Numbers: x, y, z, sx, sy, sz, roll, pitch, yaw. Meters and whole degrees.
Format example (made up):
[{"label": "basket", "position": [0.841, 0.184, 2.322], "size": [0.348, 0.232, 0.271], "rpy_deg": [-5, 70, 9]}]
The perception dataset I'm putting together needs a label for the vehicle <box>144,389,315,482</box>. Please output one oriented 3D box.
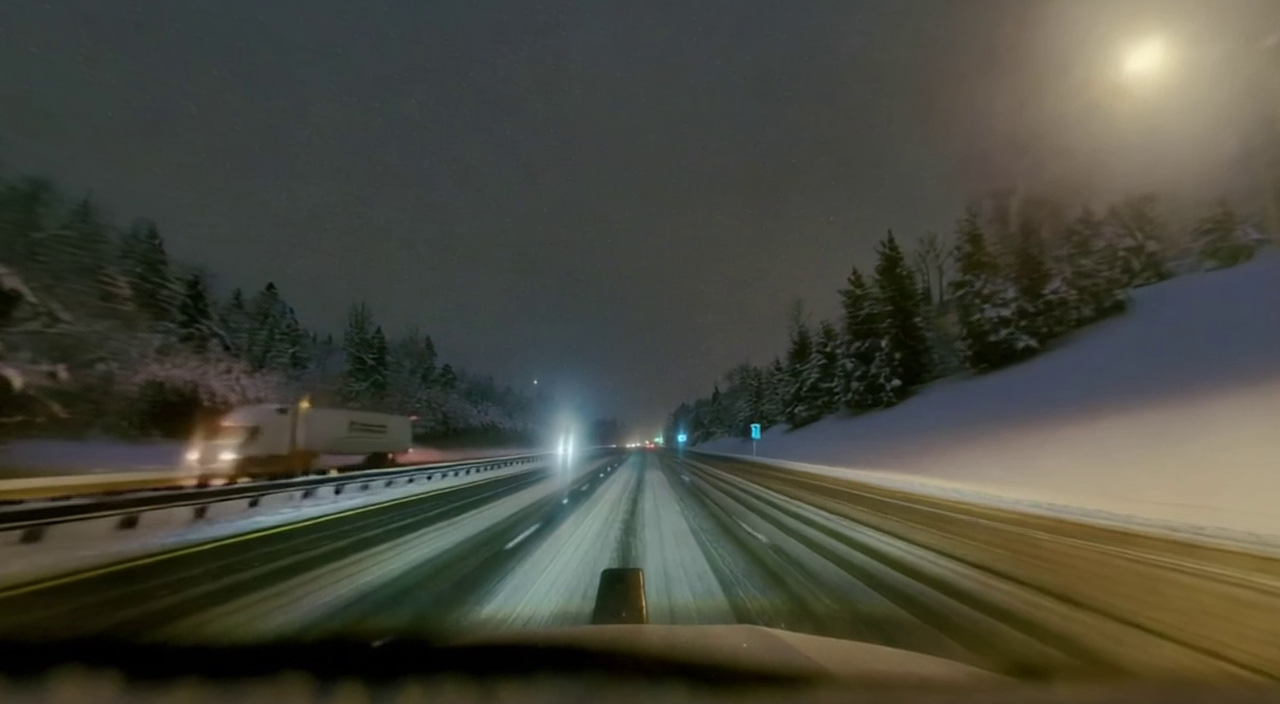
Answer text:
[{"label": "vehicle", "position": [-21.029, 4.454, 33.282], "size": [3.066, 4.239, 8.740], "rpy_deg": [0, -8, -1]}]
